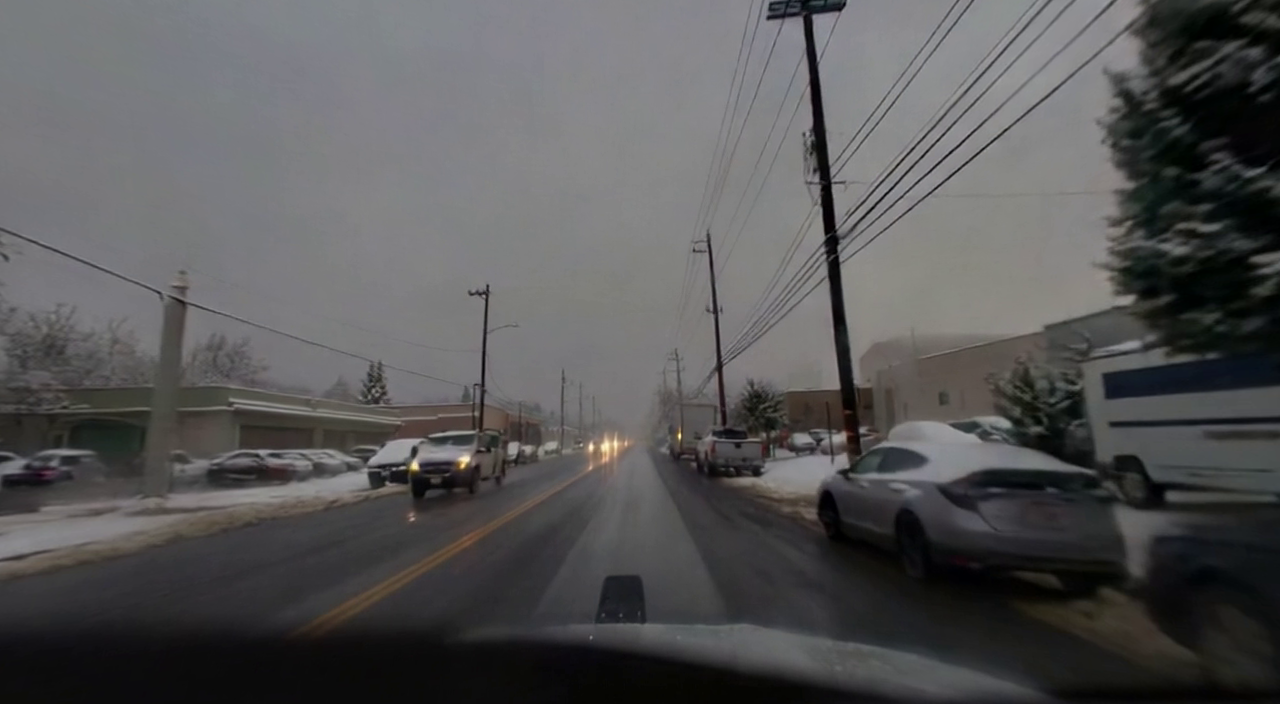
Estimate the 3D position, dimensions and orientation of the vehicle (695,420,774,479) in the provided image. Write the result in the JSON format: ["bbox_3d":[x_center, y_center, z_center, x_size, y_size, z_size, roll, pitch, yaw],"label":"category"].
[{"bbox_3d":[3.555,3.856,25.093,2.249,2.026,6.211,0,-9,1],"label":"vehicle"}]

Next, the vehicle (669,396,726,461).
[{"bbox_3d":[3.530,5.084,40.969,2.874,3.757,8.612,0,-9,0],"label":"vehicle"}]

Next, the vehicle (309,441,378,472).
[{"bbox_3d":[-17.259,6.112,37.055,1.929,1.702,4.121,0,-9,2],"label":"vehicle"}]

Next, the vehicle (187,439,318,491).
[{"bbox_3d":[-14.285,4.164,23.668,2.016,1.721,4.410,0,-9,1],"label":"vehicle"}]

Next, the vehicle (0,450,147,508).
[{"bbox_3d":[-17.350,3.711,18.550,4.136,1.510,1.842,-1,-9,-1],"label":"vehicle"}]

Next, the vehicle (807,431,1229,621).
[{"bbox_3d":[3.589,1.720,7.375,1.974,1.455,4.776,0,-9,0],"label":"vehicle"}]

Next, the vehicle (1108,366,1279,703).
[{"bbox_3d":[3.607,0.652,0.993,1.911,1.654,5.061,0,-9,1],"label":"vehicle"}]

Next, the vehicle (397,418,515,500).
[{"bbox_3d":[-5.106,3.055,18.351,2.254,1.963,4.823,-2,-8,-4],"label":"vehicle"}]
